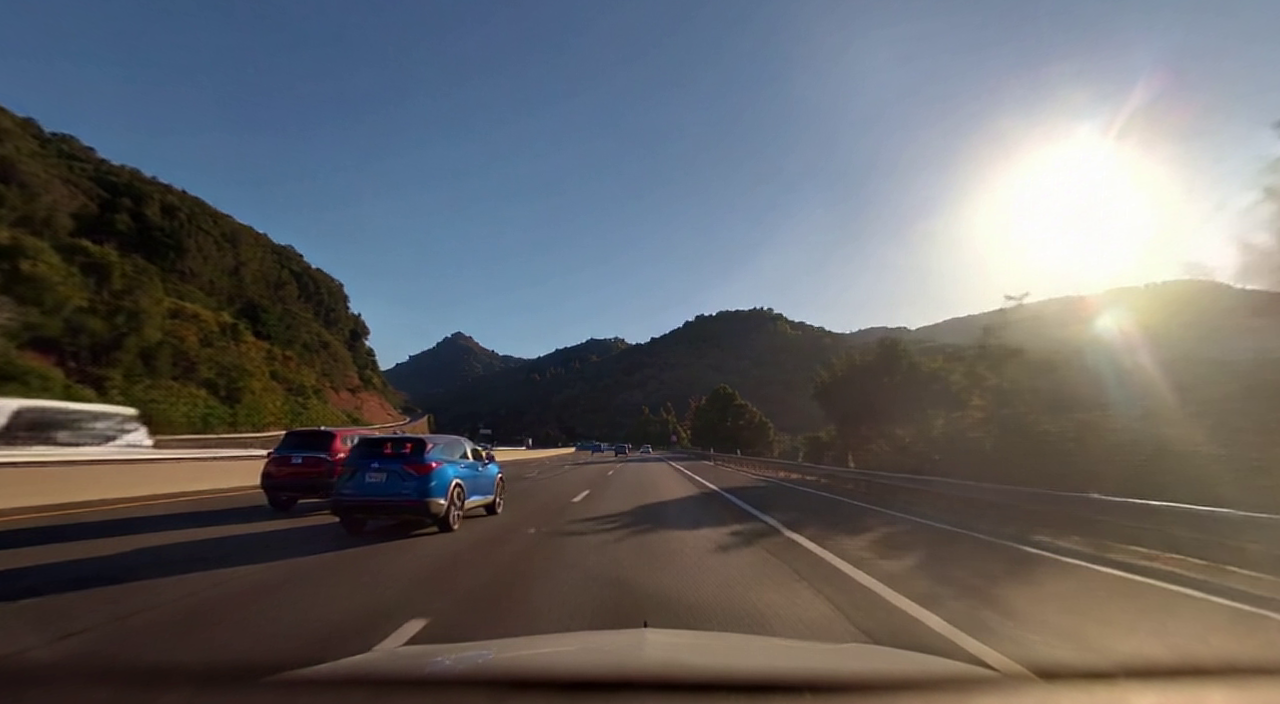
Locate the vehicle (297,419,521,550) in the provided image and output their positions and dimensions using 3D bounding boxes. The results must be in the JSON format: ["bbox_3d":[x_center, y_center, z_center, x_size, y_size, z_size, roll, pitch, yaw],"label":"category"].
[{"bbox_3d":[-3.377,2.033,10.311,1.983,1.663,4.290,0,-9,1],"label":"vehicle"}]
